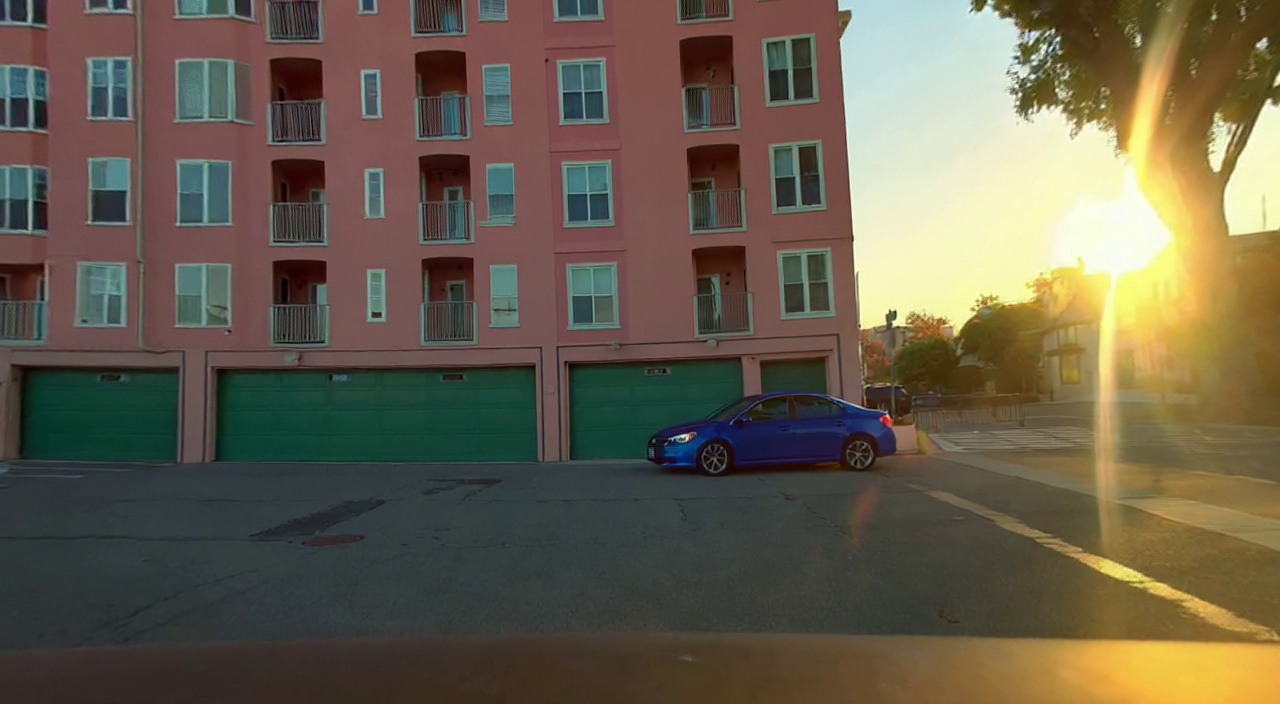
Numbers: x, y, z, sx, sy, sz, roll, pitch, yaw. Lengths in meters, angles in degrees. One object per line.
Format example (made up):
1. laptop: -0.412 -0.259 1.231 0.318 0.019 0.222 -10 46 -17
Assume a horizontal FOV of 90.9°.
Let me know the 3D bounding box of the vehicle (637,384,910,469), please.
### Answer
1. vehicle: 2.296 1.415 11.834 4.697 1.444 1.825 0 -8 -1

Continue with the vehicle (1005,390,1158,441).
1. vehicle: 15.841 2.322 22.781 3.905 1.475 2.057 -4 -7 -3

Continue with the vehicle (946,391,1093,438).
1. vehicle: 15.047 2.542 25.239 4.438 1.776 2.182 0 -8 0
